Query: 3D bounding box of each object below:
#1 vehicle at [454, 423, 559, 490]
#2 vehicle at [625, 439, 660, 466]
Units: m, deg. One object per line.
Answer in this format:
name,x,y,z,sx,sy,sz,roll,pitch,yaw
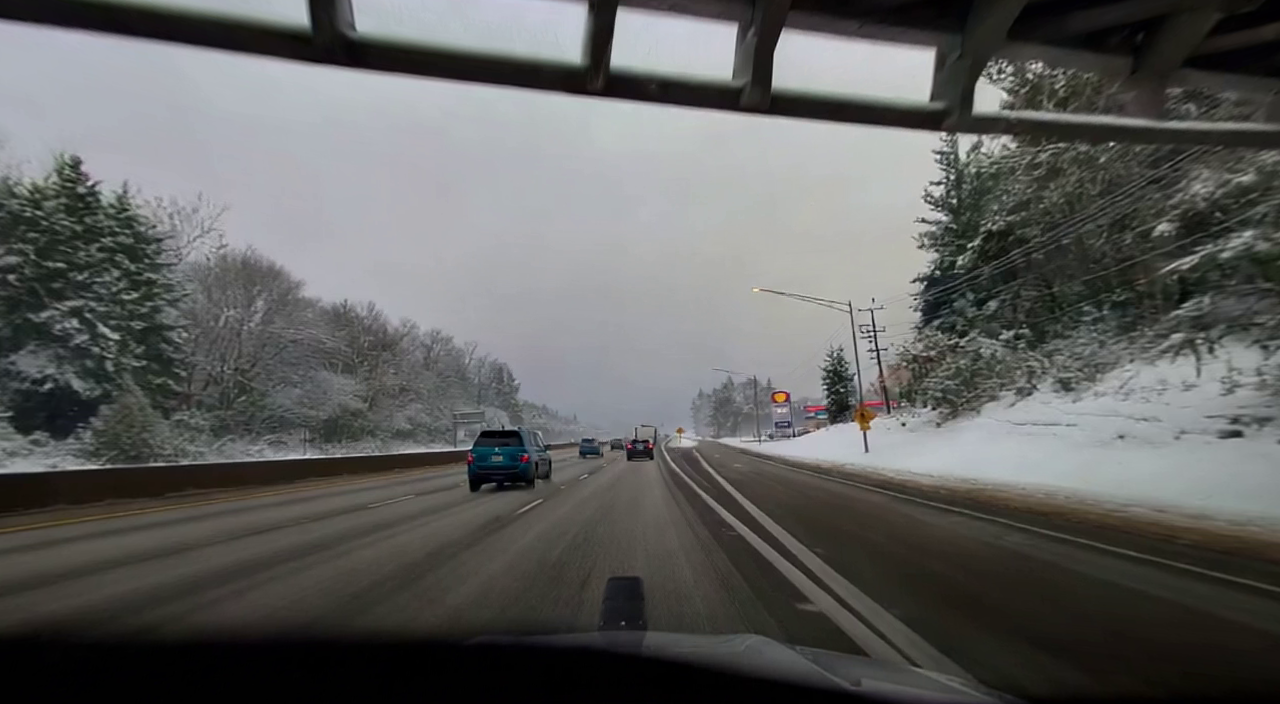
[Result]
vehicle,-4.127,3.333,20.413,2.273,1.884,4.515,0,-8,2
vehicle,0.128,6.004,37.735,1.982,1.524,3.800,0,-8,-1
